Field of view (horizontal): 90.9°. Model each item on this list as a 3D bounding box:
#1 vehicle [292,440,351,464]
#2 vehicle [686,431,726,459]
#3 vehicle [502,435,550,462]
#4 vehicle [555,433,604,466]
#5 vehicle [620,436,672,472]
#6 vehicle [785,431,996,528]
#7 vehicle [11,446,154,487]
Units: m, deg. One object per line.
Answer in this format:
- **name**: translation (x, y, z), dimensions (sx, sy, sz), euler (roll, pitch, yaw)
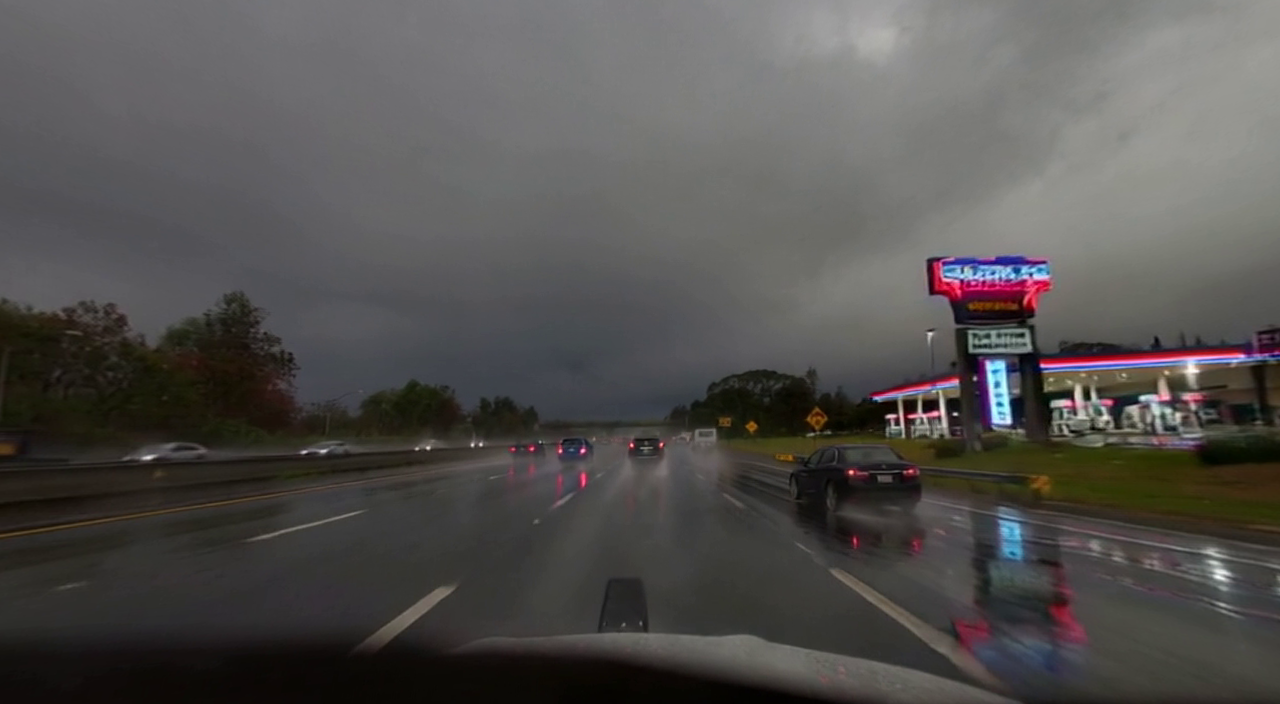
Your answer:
- **vehicle**: translation (-21.315, 6.708, 42.381), dimensions (1.850, 1.494, 4.040), euler (0, -8, 1)
- **vehicle**: translation (4.569, 6.550, 44.418), dimensions (2.261, 1.781, 4.709), euler (0, -8, 0)
- **vehicle**: translation (-6.753, 5.791, 37.832), dimensions (1.932, 1.497, 4.458), euler (0, -8, 2)
- **vehicle**: translation (-3.095, 5.108, 33.300), dimensions (1.927, 1.586, 5.142), euler (0, -8, 2)
- **vehicle**: translation (0.260, 4.419, 27.530), dimensions (2.113, 1.464, 4.073), euler (0, -8, 1)
- **vehicle**: translation (4.253, 2.230, 11.654), dimensions (2.030, 1.442, 4.358), euler (0, -8, -1)
- **vehicle**: translation (-21.541, 4.407, 24.637), dimensions (1.830, 1.432, 4.076), euler (0, -8, 1)
